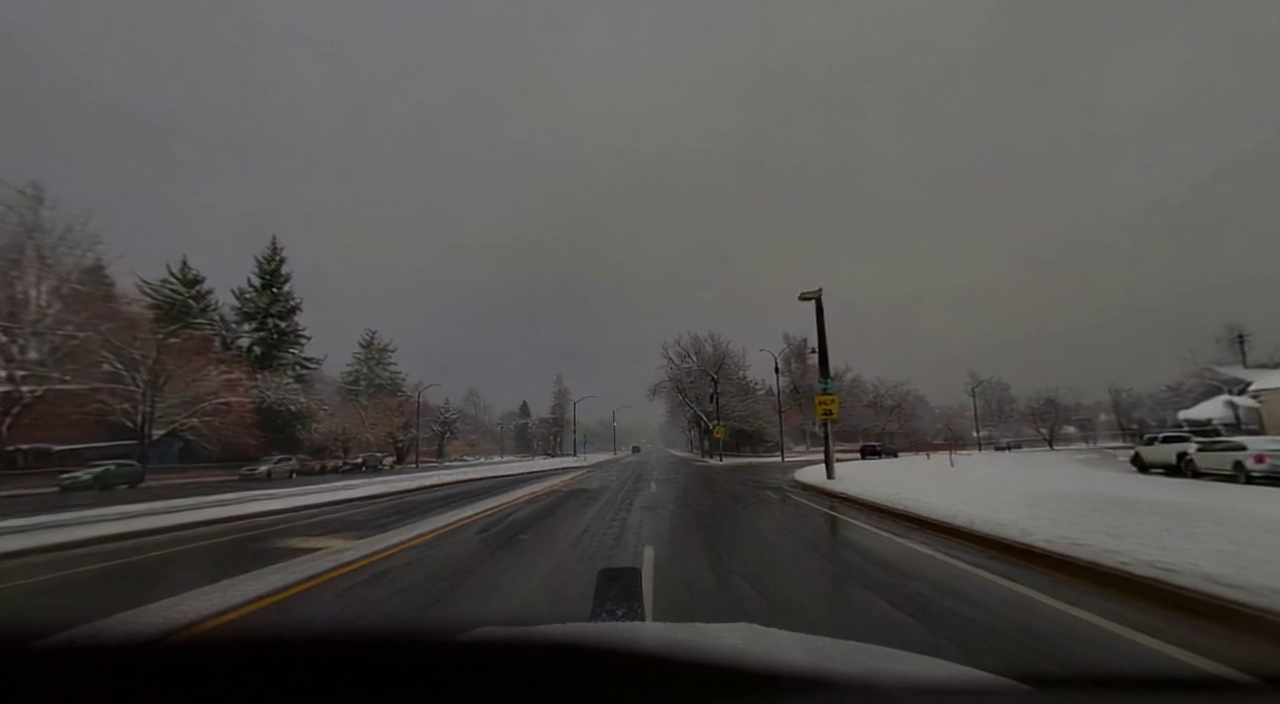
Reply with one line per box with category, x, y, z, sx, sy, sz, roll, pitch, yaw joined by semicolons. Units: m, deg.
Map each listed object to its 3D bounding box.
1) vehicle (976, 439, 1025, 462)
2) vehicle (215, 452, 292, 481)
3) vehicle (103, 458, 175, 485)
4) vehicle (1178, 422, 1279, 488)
vehicle;25.705;6.996;44.937;1.859;1.528;4.455;-8;-12;43
vehicle;-26.193;7.748;43.073;2.037;1.762;4.834;0;-8;2
vehicle;-31.912;7.597;40.367;1.673;1.495;3.659;0;-7;-2
vehicle;19.142;3.149;19.489;1.992;1.795;4.849;-3;-9;17
